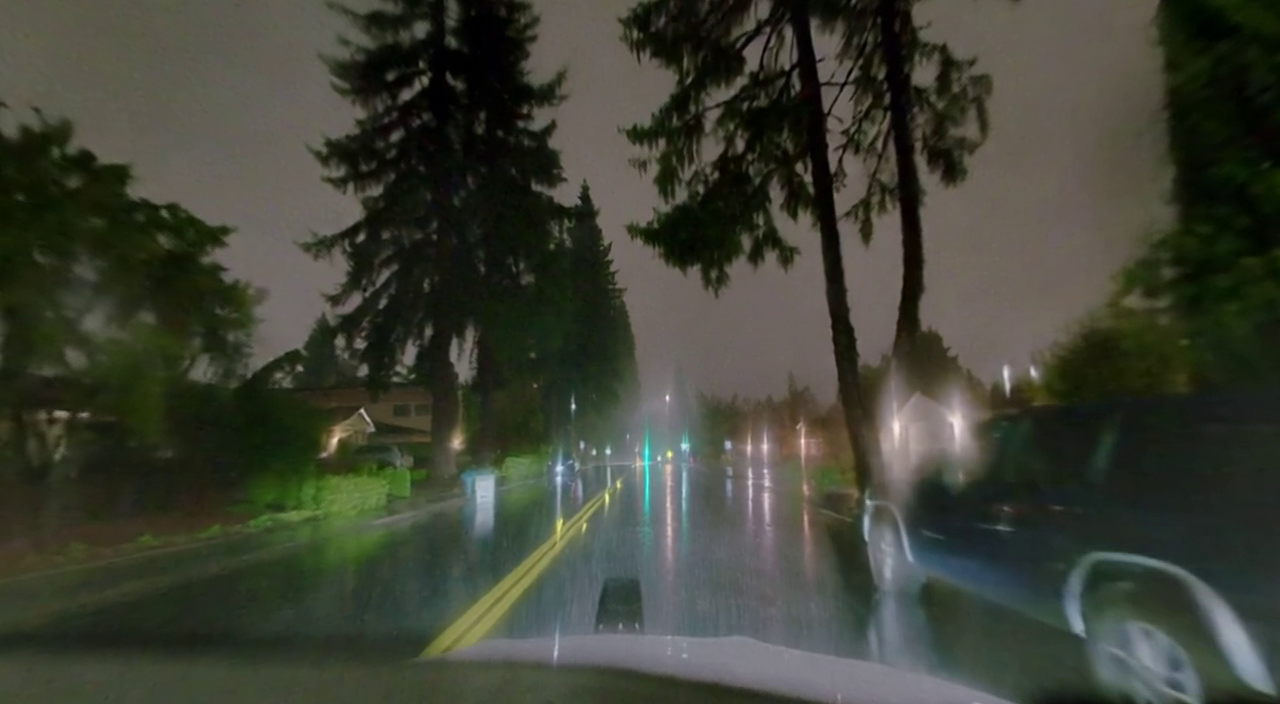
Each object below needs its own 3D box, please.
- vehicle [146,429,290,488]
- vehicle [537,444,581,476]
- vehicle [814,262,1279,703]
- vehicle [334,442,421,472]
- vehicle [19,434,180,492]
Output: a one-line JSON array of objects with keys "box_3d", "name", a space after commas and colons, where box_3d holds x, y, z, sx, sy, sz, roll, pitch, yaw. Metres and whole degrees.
[{"box_3d": [-14.117, 3.540, 21.114, 4.537, 1.751, 2.051, -6, -10, 29], "name": "vehicle"}, {"box_3d": [-5.099, 6.938, 40.234, 1.924, 1.765, 4.542, -4, -11, 2], "name": "vehicle"}, {"box_3d": [2.894, 0.978, 3.920, 2.150, 1.811, 5.461, -1, -8, 1], "name": "vehicle"}, {"box_3d": [-14.181, 5.665, 34.028, 4.668, 1.491, 1.941, -6, -10, 32], "name": "vehicle"}, {"box_3d": [-16.324, 3.305, 19.047, 4.526, 1.539, 2.120, -6, -10, 29], "name": "vehicle"}]
